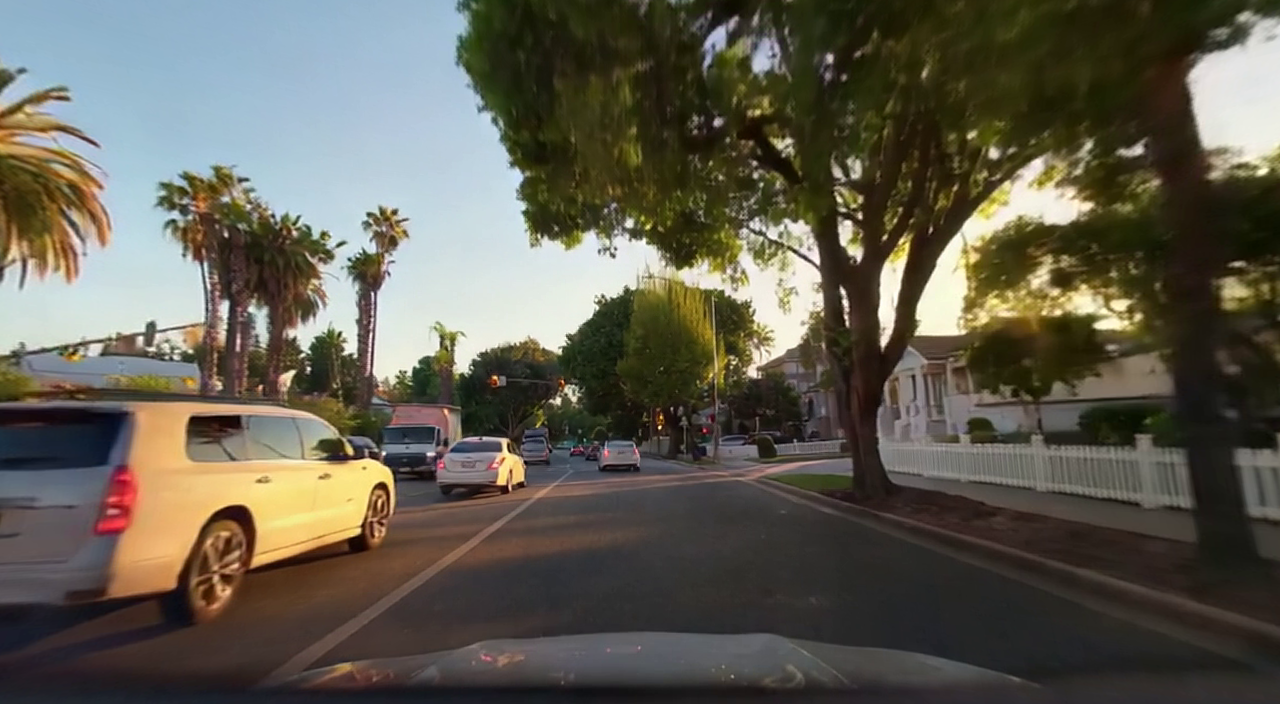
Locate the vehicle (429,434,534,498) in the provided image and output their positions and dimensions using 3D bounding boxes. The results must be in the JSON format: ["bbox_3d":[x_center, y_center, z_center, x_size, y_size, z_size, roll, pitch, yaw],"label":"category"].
[{"bbox_3d":[-4.009,2.941,16.671,1.709,1.425,4.337,-1,-8,-1],"label":"vehicle"}]

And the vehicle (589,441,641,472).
[{"bbox_3d":[-1.216,4.616,28.157,2.131,1.222,3.868,0,-8,-5],"label":"vehicle"}]

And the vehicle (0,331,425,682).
[{"bbox_3d":[-3.973,1.175,5.906,2.144,1.877,4.899,-1,-8,1],"label":"vehicle"}]

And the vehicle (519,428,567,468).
[{"bbox_3d":[-4.916,4.944,32.543,2.032,1.852,4.571,-1,-8,-4],"label":"vehicle"}]
